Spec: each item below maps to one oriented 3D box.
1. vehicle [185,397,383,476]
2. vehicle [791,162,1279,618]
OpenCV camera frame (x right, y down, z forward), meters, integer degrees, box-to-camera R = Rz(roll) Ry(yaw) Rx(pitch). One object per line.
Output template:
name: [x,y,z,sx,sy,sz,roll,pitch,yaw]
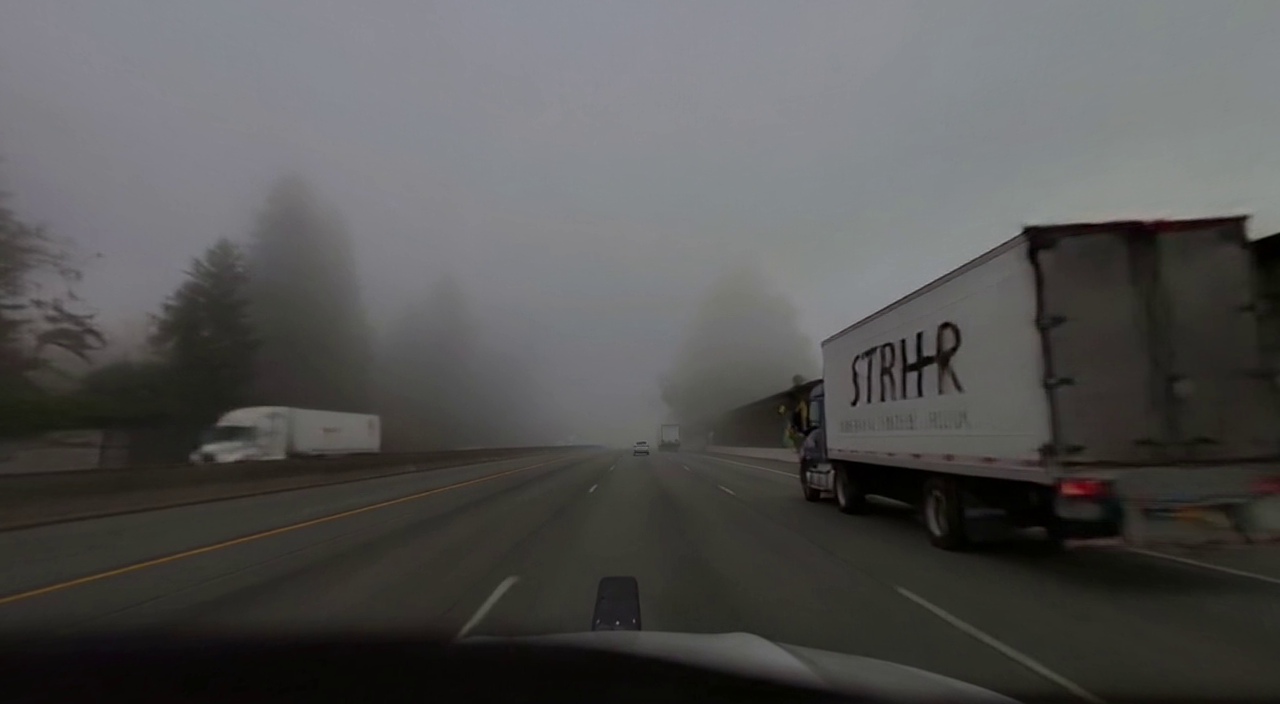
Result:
vehicle: [-21.264,5.387,39.974,3.085,3.910,16.801,0,-8,-1]
vehicle: [5.343,0.923,10.042,2.949,3.470,10.539,0,-8,-2]
